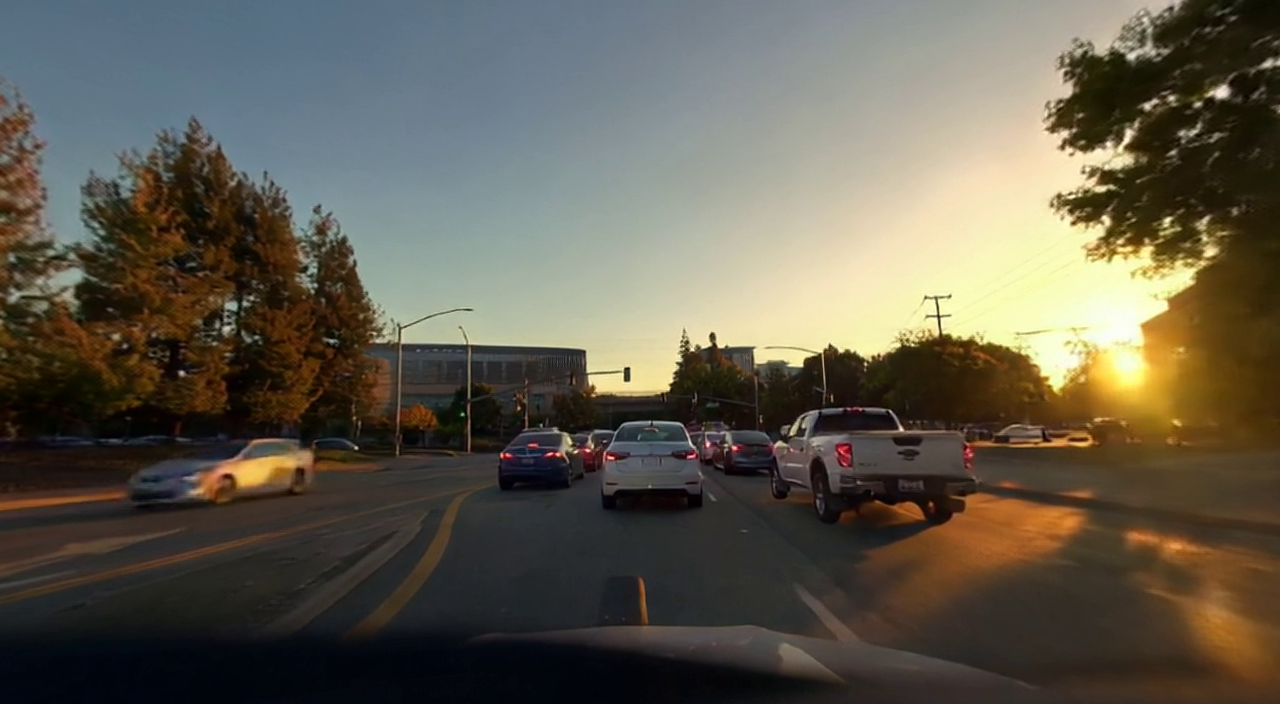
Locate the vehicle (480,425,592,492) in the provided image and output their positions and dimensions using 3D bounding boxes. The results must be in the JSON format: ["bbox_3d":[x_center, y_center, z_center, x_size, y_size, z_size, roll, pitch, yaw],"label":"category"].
[{"bbox_3d":[-2.510,2.728,16.390,2.023,1.494,4.259,0,-9,2],"label":"vehicle"}]

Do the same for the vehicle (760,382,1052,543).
[{"bbox_3d":[3.662,1.729,10.367,2.317,1.857,5.940,0,-9,1],"label":"vehicle"}]

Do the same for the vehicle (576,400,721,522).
[{"bbox_3d":[0.211,1.891,11.265,2.113,1.768,3.901,0,-9,3],"label":"vehicle"}]

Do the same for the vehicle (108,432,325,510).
[{"bbox_3d":[-9.298,2.629,14.398,1.868,1.496,4.219,0,-9,3],"label":"vehicle"}]
